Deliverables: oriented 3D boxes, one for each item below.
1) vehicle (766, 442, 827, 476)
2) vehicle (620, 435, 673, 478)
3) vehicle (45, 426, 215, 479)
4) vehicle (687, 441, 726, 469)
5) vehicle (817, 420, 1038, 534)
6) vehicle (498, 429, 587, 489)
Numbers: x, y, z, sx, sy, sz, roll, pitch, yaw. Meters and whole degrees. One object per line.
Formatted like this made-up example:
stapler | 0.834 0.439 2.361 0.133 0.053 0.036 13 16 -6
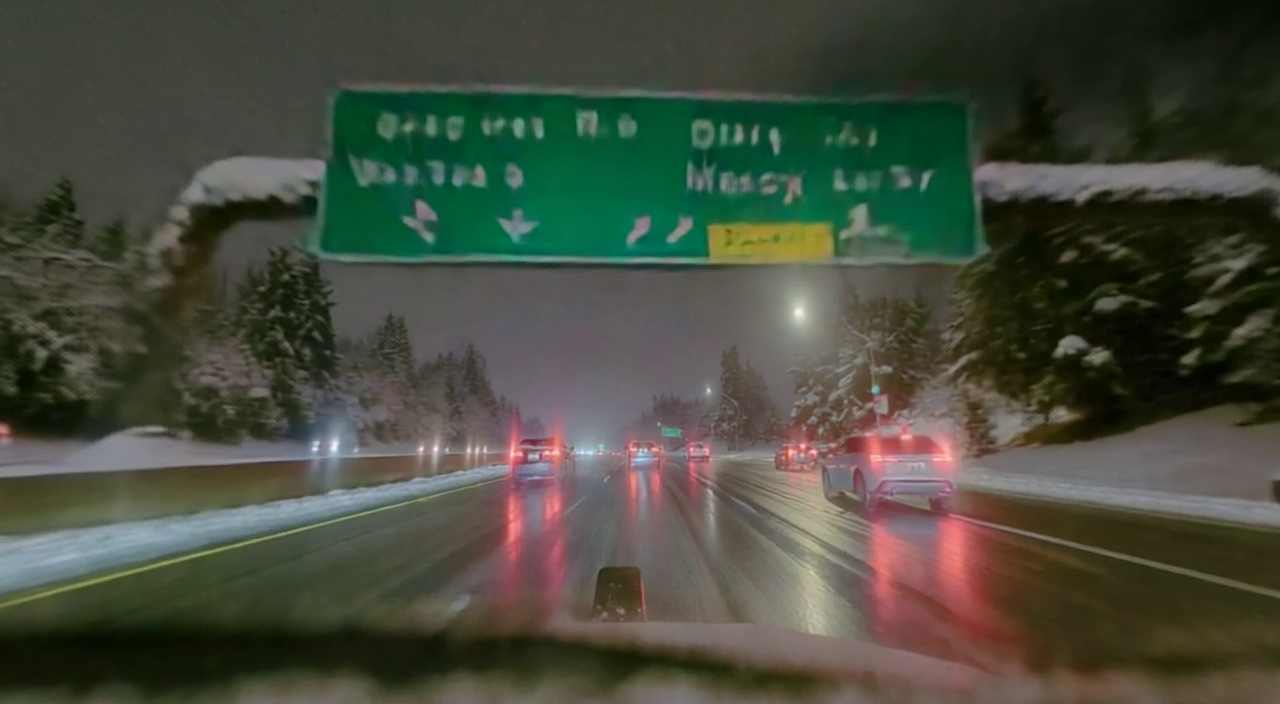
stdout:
vehicle | 7.766 5.334 31.621 1.989 1.569 3.964 1 -9 -1
vehicle | 0.271 4.576 27.728 2.181 1.728 3.970 0 -9 0
vehicle | -18.285 3.649 22.985 2.019 1.714 4.907 0 -9 1
vehicle | 4.237 6.676 41.050 2.022 1.682 4.226 0 -9 -1
vehicle | 4.975 2.233 11.850 2.041 1.669 4.712 0 -9 2
vehicle | -3.169 3.621 21.561 2.199 1.777 4.790 0 -9 1
